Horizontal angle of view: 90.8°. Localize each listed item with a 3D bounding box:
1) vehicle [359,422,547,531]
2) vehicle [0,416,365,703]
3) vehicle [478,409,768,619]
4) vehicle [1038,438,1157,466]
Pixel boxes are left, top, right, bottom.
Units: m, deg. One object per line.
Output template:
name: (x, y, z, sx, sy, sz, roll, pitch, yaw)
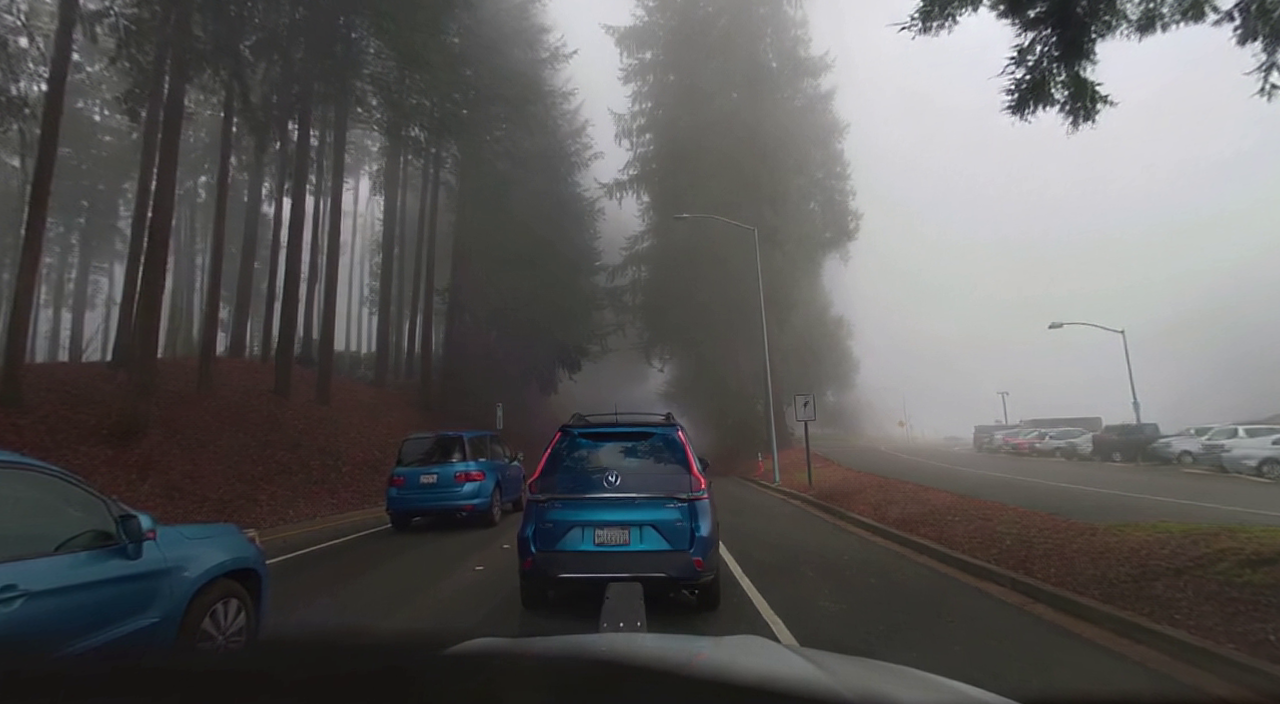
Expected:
vehicle: (-3.393, 2.371, 12.655, 2.188, 1.745, 4.618, 0, -8, 2)
vehicle: (-3.680, 1.181, 3.827, 1.922, 1.464, 4.424, 0, -8, 2)
vehicle: (-0.045, 1.531, 6.890, 2.229, 1.591, 3.897, 0, -8, 3)
vehicle: (28.480, 6.224, 39.438, 5.955, 1.702, 2.166, 1, -8, -6)
